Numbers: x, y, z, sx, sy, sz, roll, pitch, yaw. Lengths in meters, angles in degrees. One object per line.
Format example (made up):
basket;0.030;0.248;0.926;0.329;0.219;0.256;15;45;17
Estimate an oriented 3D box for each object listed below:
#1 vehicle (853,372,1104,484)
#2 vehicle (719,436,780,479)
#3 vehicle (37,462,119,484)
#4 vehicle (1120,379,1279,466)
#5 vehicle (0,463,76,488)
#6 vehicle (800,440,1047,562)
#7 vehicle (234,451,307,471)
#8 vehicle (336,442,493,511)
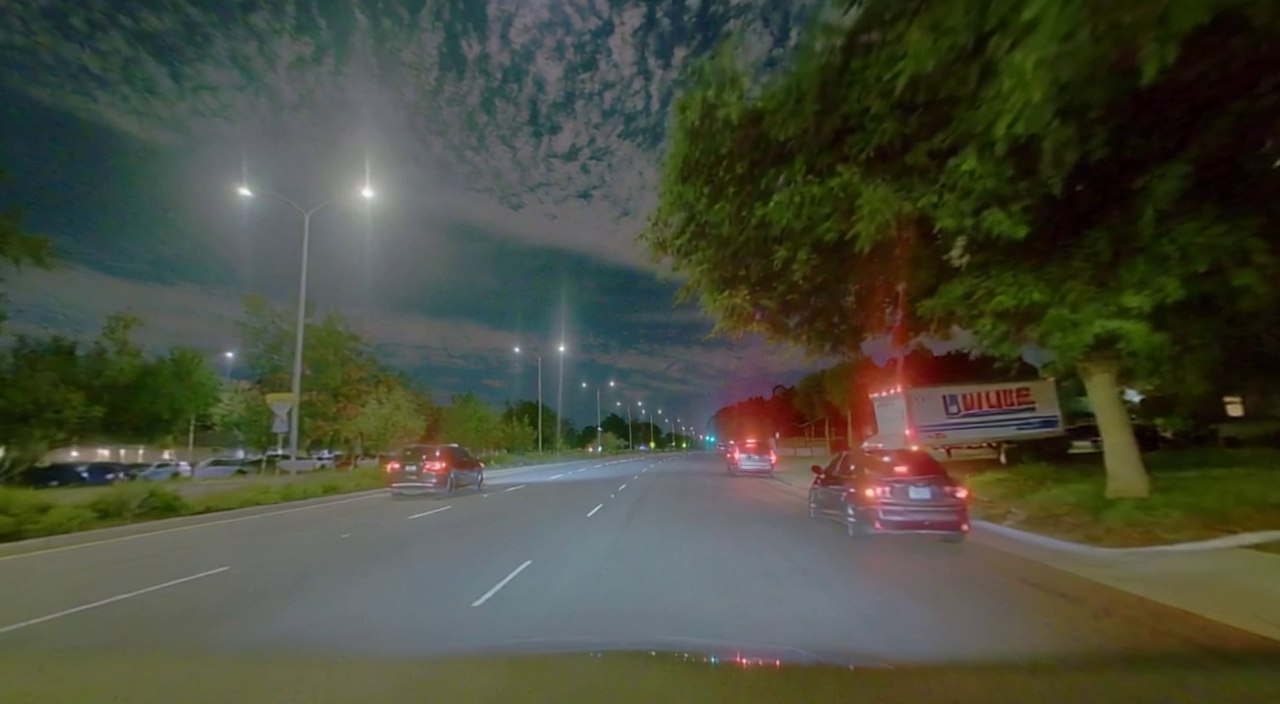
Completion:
vehicle;11.759;2.695;22.293;7.138;3.310;2.943;-2;-9;-9
vehicle;4.696;4.591;27.714;2.064;1.697;4.718;0;-8;3
vehicle;-42.892;9.234;48.214;4.227;1.397;1.828;-1;-10;-12
vehicle;23.631;2.775;24.829;7.126;3.124;2.933;0;-9;-6
vehicle;-42.674;8.542;43.802;4.603;1.577;2.157;1;-8;-8
vehicle;3.873;2.068;9.610;1.849;1.393;4.377;0;-8;2
vehicle;-29.101;8.597;49.720;4.481;1.441;1.960;2;-9;-8
vehicle;-5.471;3.054;16.091;2.060;1.473;4.645;0;-8;3
